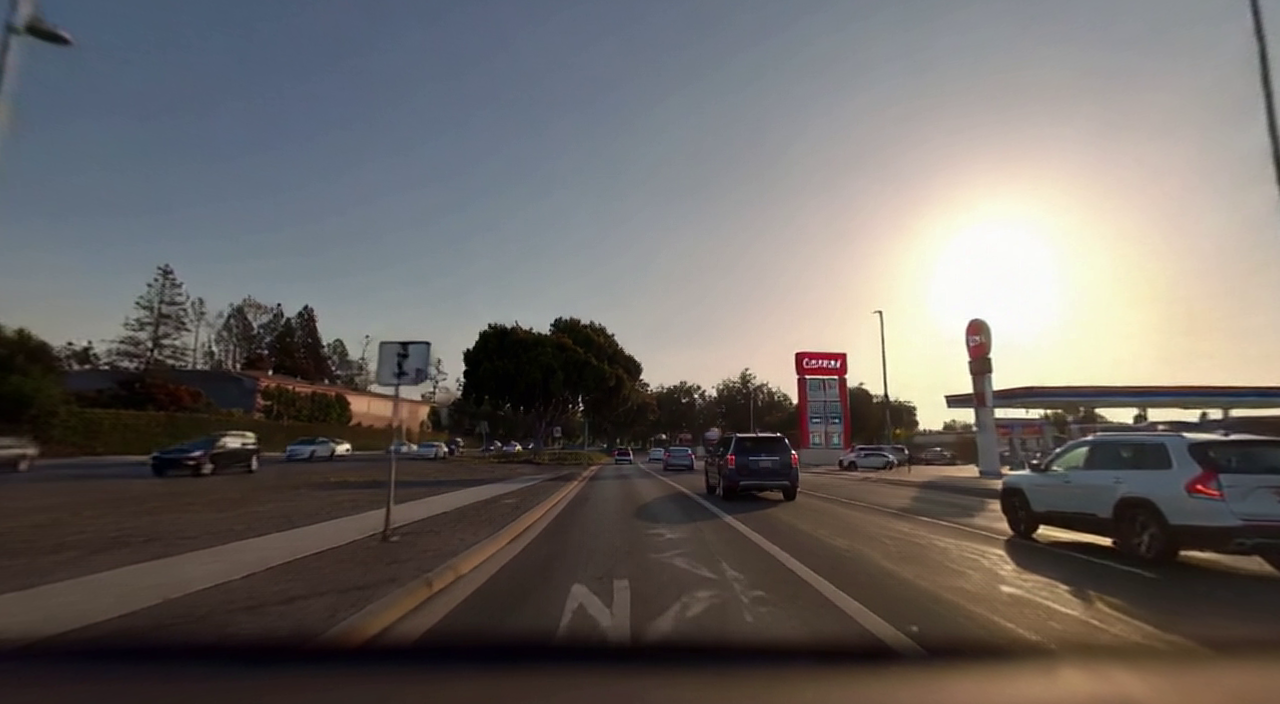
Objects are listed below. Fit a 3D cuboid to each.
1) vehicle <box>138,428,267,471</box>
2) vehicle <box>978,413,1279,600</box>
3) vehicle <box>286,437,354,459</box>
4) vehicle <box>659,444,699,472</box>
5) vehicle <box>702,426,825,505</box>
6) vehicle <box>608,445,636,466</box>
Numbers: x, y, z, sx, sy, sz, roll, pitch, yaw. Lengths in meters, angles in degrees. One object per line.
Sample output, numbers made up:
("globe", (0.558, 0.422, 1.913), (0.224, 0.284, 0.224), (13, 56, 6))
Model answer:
("vehicle", (-18.212, 4.076, 26.564), (2.081, 1.654, 4.576), (0, -8, 1))
("vehicle", (6.239, 1.644, 7.655), (1.881, 1.604, 4.289), (0, -8, 0))
("vehicle", (-21.816, 6.562, 43.188), (2.124, 1.459, 4.591), (0, -8, 2))
("vehicle", (2.318, 6.357, 38.136), (2.012, 1.612, 4.114), (0, -8, -2))
("vehicle", (3.043, 2.913, 16.702), (2.184, 1.777, 4.712), (0, -8, -1))
("vehicle", (-1.367, 8.182, 49.975), (2.107, 1.527, 4.174), (0, -8, -1))
